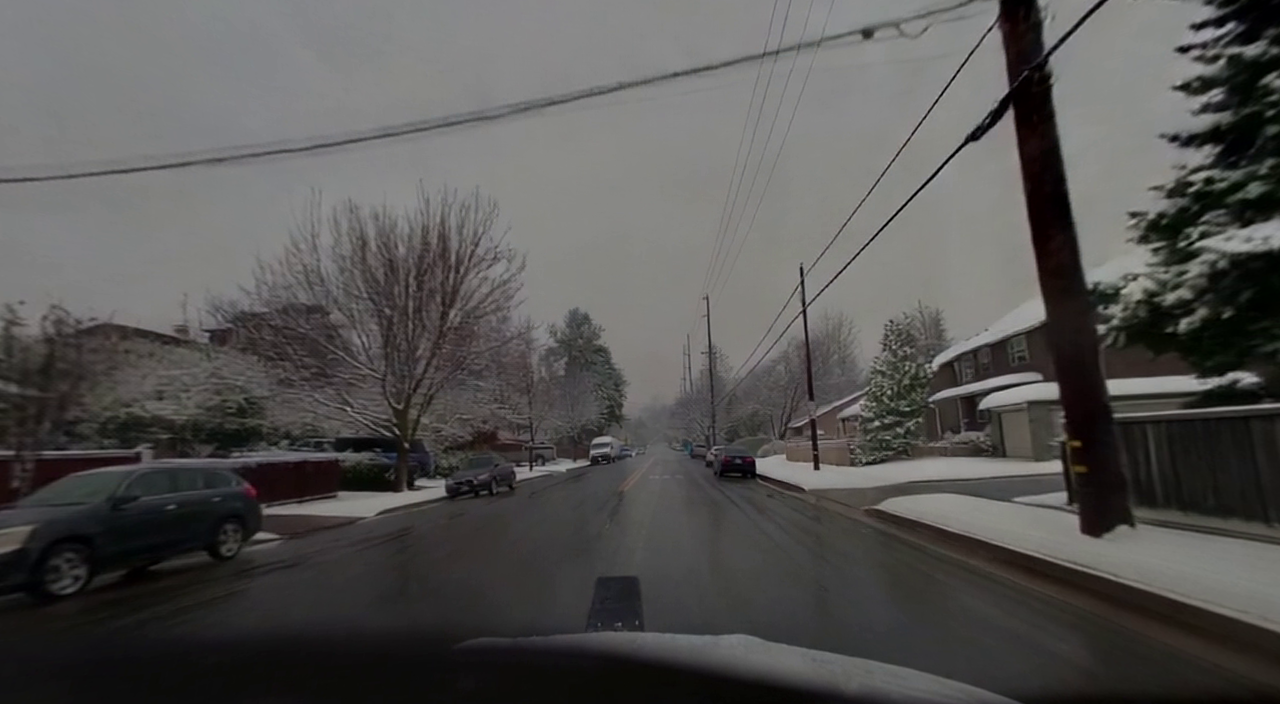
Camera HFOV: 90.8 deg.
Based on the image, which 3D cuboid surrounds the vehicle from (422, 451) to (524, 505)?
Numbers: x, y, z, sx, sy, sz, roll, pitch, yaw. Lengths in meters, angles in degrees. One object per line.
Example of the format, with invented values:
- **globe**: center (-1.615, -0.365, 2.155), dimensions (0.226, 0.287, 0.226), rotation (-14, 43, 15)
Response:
- **vehicle**: center (-5.875, 4.468, 22.883), dimensions (2.062, 1.500, 4.629), rotation (-4, -8, 5)

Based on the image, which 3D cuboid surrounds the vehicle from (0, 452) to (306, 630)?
- **vehicle**: center (-6.756, 2.201, 8.319), dimensions (2.061, 1.466, 4.660), rotation (-4, -7, 3)

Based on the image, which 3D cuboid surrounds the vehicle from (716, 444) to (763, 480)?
- **vehicle**: center (4.543, 5.062, 29.378), dimensions (1.903, 1.500, 4.057), rotation (-1, -8, 5)

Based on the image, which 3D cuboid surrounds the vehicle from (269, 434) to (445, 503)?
- **vehicle**: center (-10.422, 4.312, 24.114), dimensions (2.416, 2.211, 6.384), rotation (-3, -9, 17)
